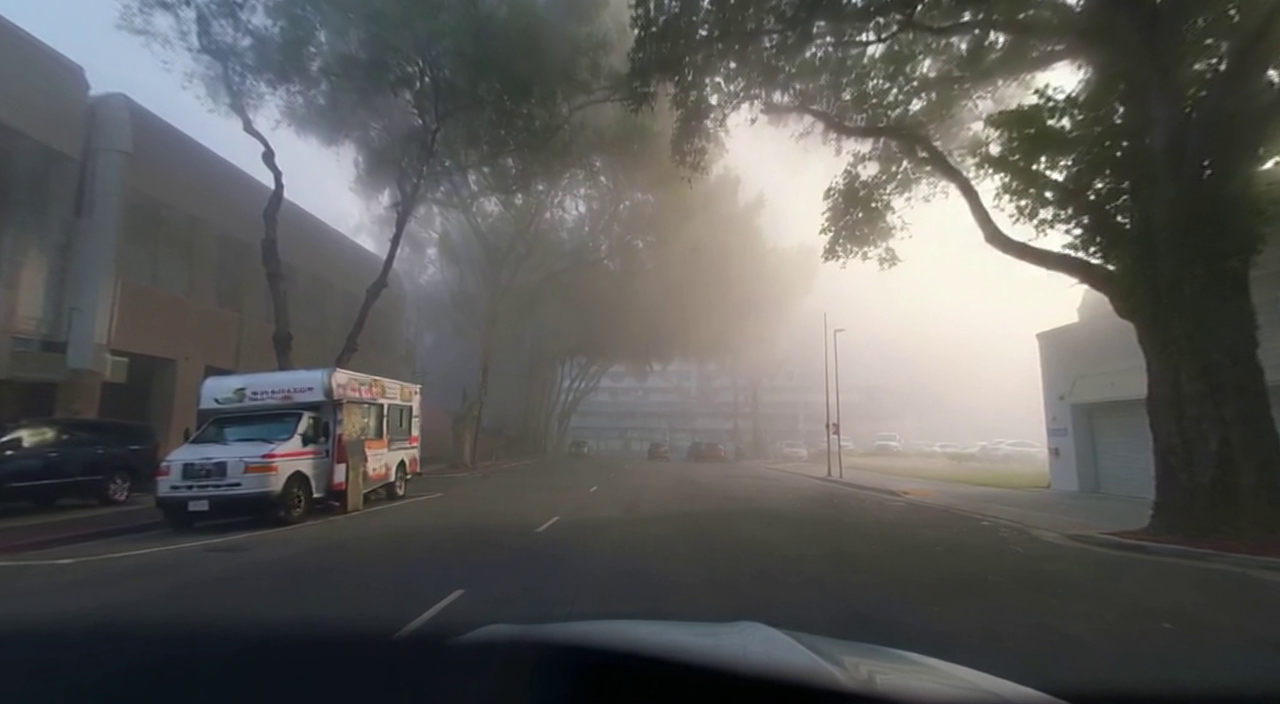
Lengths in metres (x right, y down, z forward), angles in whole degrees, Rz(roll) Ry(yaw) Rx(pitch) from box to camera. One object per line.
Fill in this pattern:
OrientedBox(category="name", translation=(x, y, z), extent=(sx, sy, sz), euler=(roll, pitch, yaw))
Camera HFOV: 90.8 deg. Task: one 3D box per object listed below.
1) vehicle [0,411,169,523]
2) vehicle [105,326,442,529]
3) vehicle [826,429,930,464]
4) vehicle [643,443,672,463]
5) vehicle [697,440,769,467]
OrientedBox(category="vehicle", translation=(-11.006, 1.947, 10.897), extent=(1.944, 1.742, 4.657), euler=(-1, -8, 4))
OrientedBox(category="vehicle", translation=(-6.917, 1.707, 13.627), extent=(2.968, 3.222, 7.036), euler=(0, -9, 0))
OrientedBox(category="vehicle", translation=(14.737, 5.870, 39.386), extent=(5.540, 2.045, 2.259), euler=(0, -8, 0))
OrientedBox(category="vehicle", translation=(1.313, 7.757, 48.808), extent=(2.046, 1.445, 4.001), euler=(0, -8, 0))
OrientedBox(category="vehicle", translation=(6.273, 6.803, 42.557), extent=(4.626, 1.723, 1.939), euler=(5, -10, -31))
